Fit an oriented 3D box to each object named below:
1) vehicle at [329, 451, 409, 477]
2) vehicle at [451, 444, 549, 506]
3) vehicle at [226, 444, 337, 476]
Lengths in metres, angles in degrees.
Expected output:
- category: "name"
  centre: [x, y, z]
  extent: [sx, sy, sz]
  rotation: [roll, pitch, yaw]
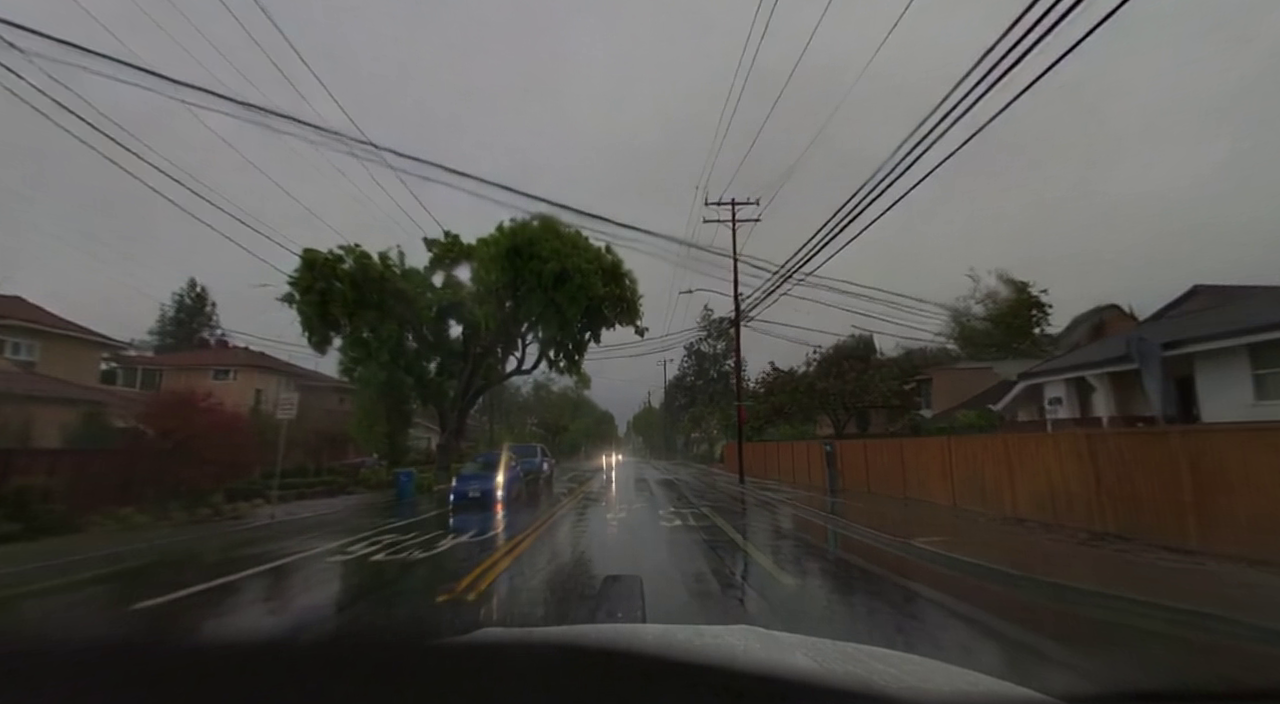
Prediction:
- category: "vehicle"
  centre: [-16.802, 6.925, 39.363]
  extent: [4.199, 1.510, 2.058]
  rotation: [1, -9, -10]
- category: "vehicle"
  centre: [-3.912, 3.483, 18.373]
  extent: [1.935, 1.595, 3.972]
  rotation: [0, -8, 0]
- category: "vehicle"
  centre: [-22.097, 6.645, 39.168]
  extent: [5.369, 1.862, 2.338]
  rotation: [1, -9, -9]
